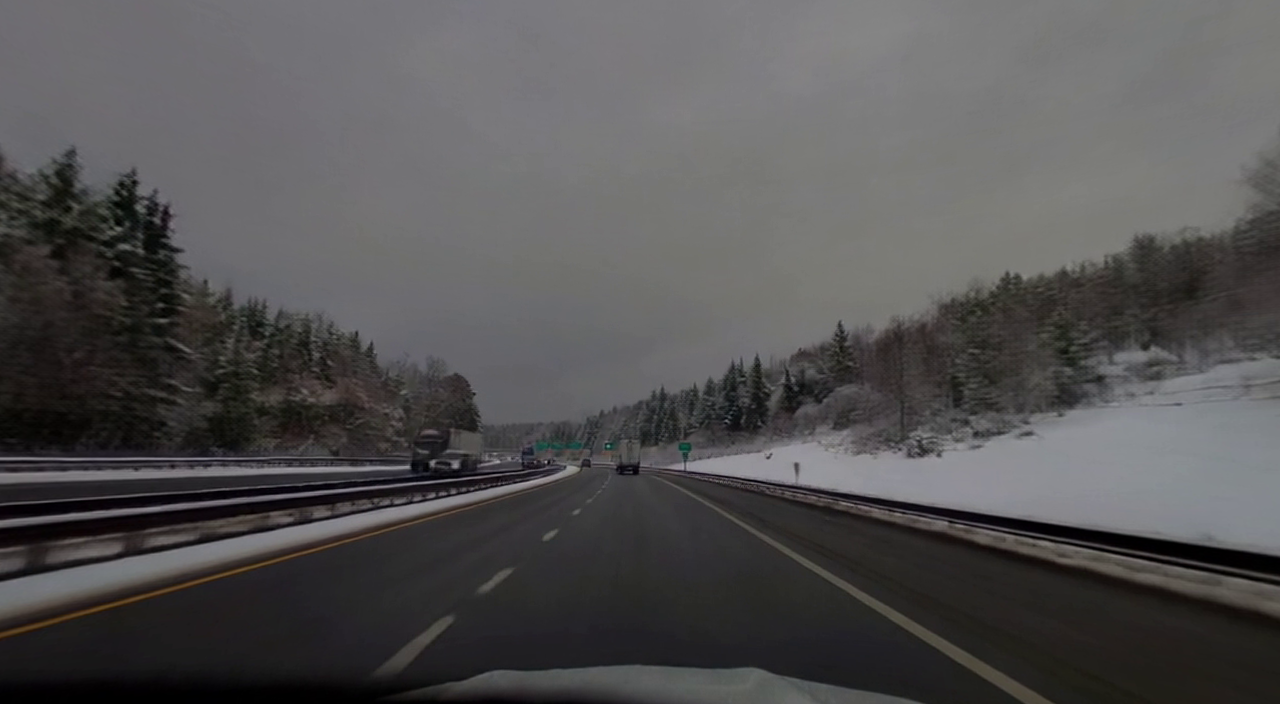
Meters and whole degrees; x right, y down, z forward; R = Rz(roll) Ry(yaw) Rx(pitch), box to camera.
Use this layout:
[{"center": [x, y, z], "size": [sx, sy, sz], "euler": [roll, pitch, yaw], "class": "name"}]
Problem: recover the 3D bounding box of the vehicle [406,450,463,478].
[{"center": [-12.831, 7.047, 39.570], "size": [2.138, 1.620, 4.328], "euler": [1, -10, -1], "class": "vehicle"}]
